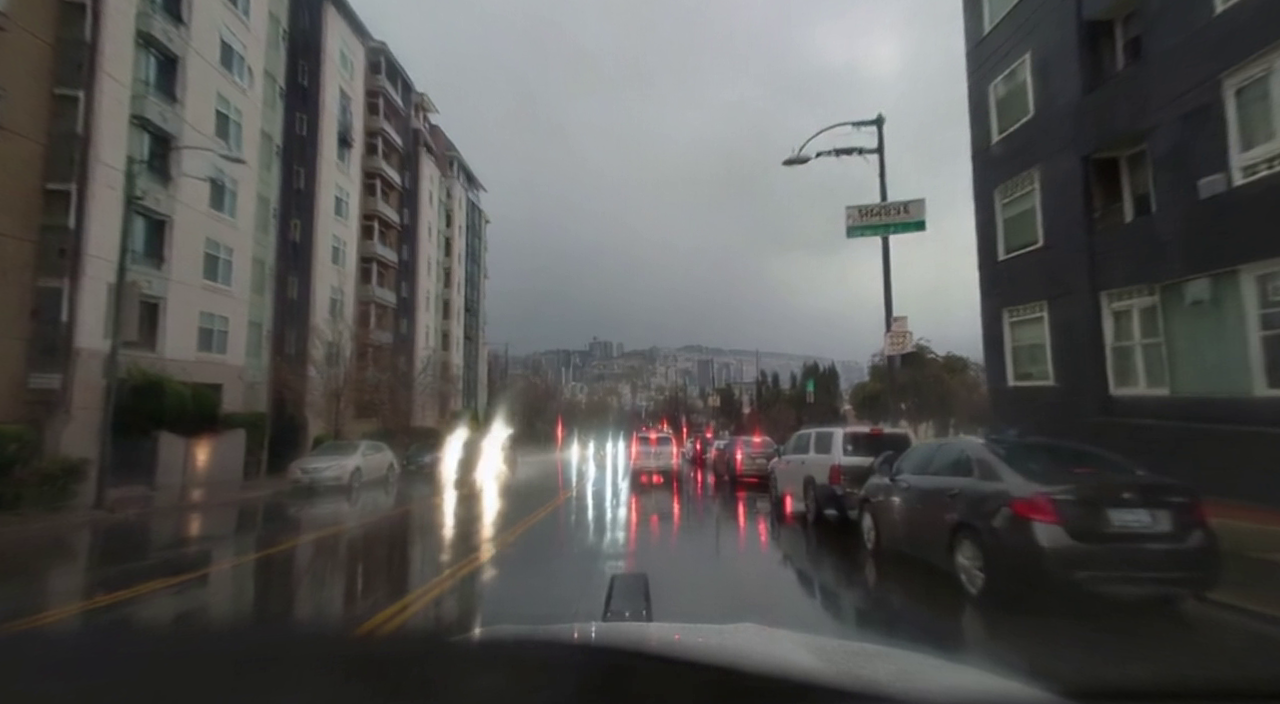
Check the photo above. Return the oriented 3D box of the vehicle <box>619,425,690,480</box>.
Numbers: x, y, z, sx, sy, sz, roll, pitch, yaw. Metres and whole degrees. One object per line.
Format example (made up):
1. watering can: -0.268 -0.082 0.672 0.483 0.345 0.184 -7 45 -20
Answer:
1. vehicle: 0.493 3.551 22.393 2.261 1.740 4.065 0 -9 1

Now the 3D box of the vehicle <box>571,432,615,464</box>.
1. vehicle: -2.669 5.613 36.935 2.219 1.746 4.197 0 -9 0

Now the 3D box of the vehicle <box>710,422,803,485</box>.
1. vehicle: 3.671 3.339 20.825 2.158 1.828 4.573 0 -9 -1

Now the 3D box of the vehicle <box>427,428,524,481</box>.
1. vehicle: -6.141 3.916 24.281 2.345 1.831 4.828 0 -9 1

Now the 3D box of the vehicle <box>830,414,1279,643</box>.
1. vehicle: 3.582 1.494 6.422 2.033 1.470 4.502 0 -9 2

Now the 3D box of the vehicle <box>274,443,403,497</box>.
1. vehicle: -9.274 3.642 19.879 2.021 1.474 4.337 0 -9 -1
